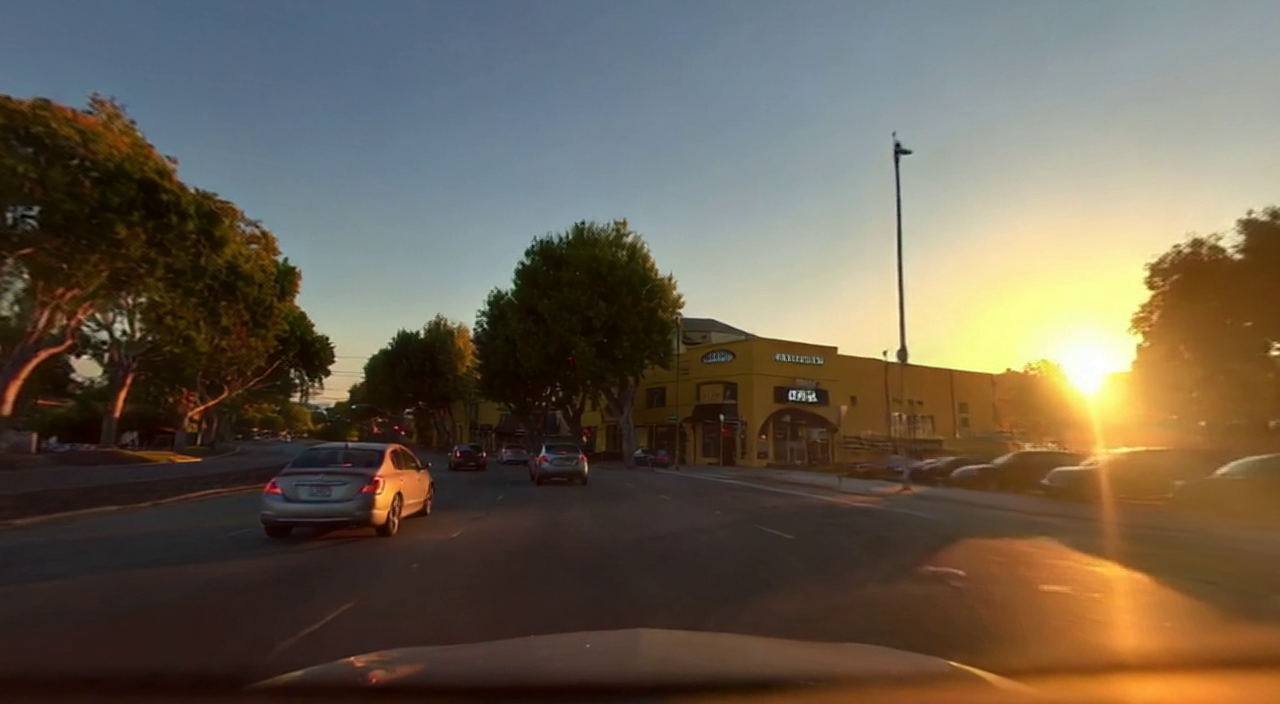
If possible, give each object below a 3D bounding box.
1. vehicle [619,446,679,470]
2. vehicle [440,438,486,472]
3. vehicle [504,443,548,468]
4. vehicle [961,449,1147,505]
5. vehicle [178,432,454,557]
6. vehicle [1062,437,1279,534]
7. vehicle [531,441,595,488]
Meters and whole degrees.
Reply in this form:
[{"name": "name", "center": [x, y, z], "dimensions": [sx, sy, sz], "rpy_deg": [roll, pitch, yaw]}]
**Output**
[{"name": "vehicle", "center": [0.654, 8.154, 48.758], "dimensions": [2.095, 1.697, 4.801], "rpy_deg": [6, -11, -37]}, {"name": "vehicle", "center": [-8.928, 5.166, 31.822], "dimensions": [2.042, 1.593, 3.956], "rpy_deg": [2, -9, -16]}, {"name": "vehicle", "center": [-7.053, 6.352, 38.701], "dimensions": [1.920, 1.416, 4.310], "rpy_deg": [3, -9, -20]}, {"name": "vehicle", "center": [13.106, 3.955, 20.144], "dimensions": [4.442, 1.646, 2.106], "rpy_deg": [0, -8, -1]}, {"name": "vehicle", "center": [-4.620, 2.080, 10.064], "dimensions": [2.105, 1.477, 4.857], "rpy_deg": [1, -8, -4]}, {"name": "vehicle", "center": [10.813, 2.444, 12.262], "dimensions": [1.919, 1.489, 4.889], "rpy_deg": [0, -8, 2]}, {"name": "vehicle", "center": [-2.868, 3.961, 22.555], "dimensions": [2.001, 1.483, 4.442], "rpy_deg": [2, -9, -10]}]
